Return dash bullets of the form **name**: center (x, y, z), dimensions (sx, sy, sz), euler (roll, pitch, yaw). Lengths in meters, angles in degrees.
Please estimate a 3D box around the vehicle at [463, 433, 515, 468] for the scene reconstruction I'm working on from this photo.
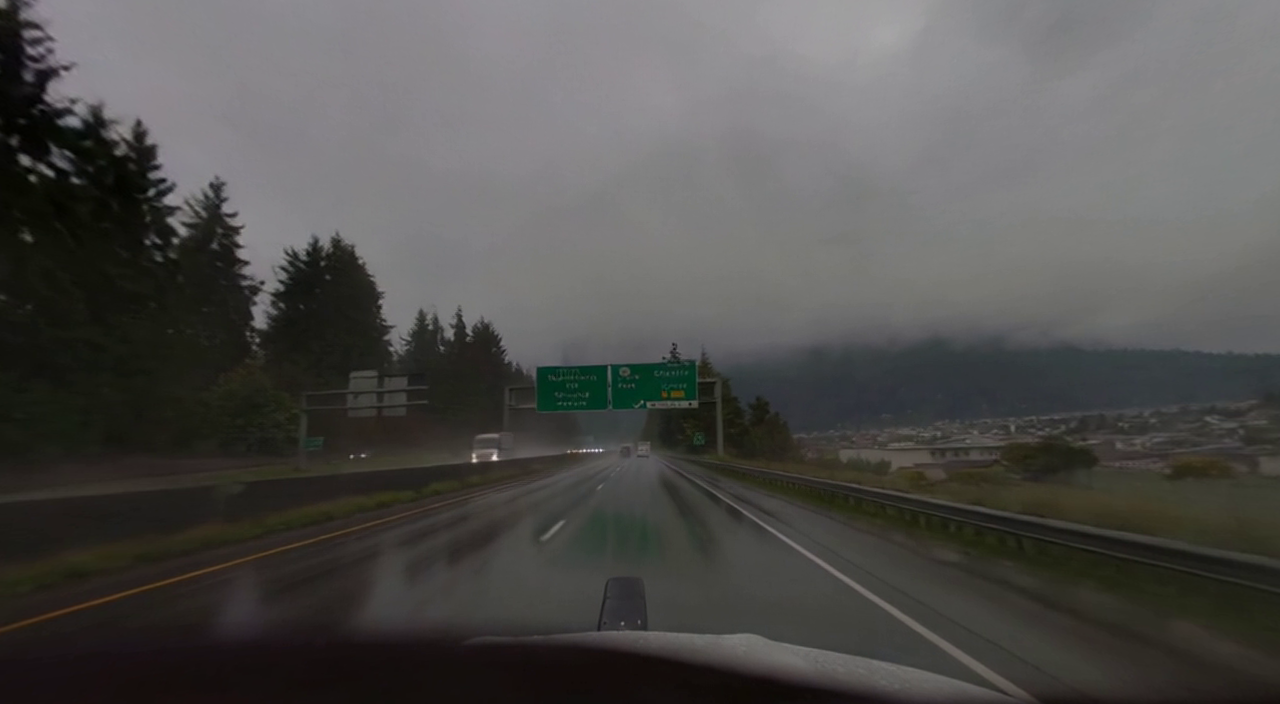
- **vehicle**: center (-10.721, 7.071, 45.223), dimensions (2.368, 2.301, 5.356), euler (0, -9, 0)
